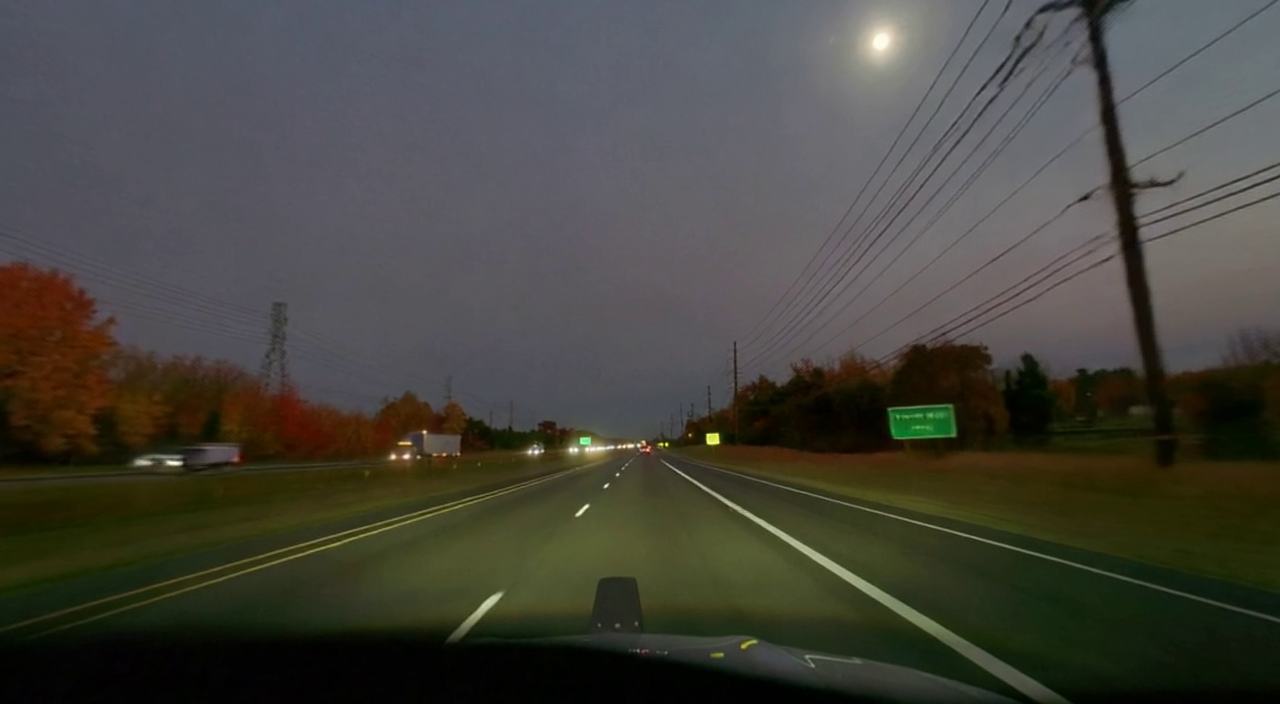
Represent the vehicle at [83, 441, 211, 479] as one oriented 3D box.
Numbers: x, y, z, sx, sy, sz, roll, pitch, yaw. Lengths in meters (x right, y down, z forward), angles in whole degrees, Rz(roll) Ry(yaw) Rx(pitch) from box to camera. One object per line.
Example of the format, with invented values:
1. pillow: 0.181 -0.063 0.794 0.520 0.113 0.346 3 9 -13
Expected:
1. vehicle: -27.458 6.038 35.465 2.482 1.942 5.771 0 -9 1
